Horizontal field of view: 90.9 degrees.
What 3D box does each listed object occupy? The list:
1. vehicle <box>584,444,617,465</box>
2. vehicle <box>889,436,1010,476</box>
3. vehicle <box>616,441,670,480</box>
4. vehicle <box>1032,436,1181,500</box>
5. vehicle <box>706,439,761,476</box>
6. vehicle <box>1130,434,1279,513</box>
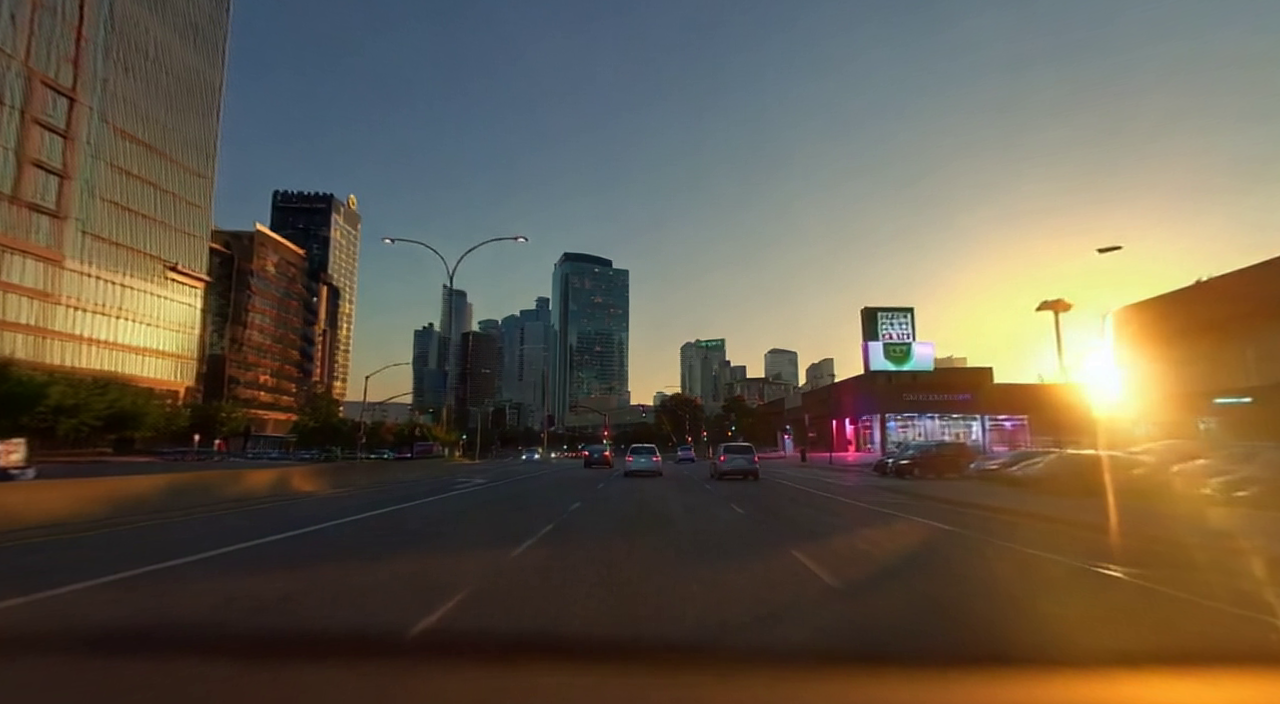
[{"bbox_3d":[-2.875,7.639,47.176,2.029,1.482,4.591,0,-9,2],"label":"vehicle"},{"bbox_3d":[15.044,5.082,30.853,4.775,1.728,1.996,-2,-9,0],"label":"vehicle"},{"bbox_3d":[0.140,4.514,26.432,2.059,1.477,3.988,0,-9,1],"label":"vehicle"},{"bbox_3d":[14.073,3.401,18.948,4.654,1.692,1.955,6,-10,-33],"label":"vehicle"},{"bbox_3d":[4.569,5.227,31.428,2.007,1.683,4.171,0,-9,-1],"label":"vehicle"},{"bbox_3d":[14.289,2.922,15.689,4.361,1.682,1.978,6,-11,-35],"label":"vehicle"}]
